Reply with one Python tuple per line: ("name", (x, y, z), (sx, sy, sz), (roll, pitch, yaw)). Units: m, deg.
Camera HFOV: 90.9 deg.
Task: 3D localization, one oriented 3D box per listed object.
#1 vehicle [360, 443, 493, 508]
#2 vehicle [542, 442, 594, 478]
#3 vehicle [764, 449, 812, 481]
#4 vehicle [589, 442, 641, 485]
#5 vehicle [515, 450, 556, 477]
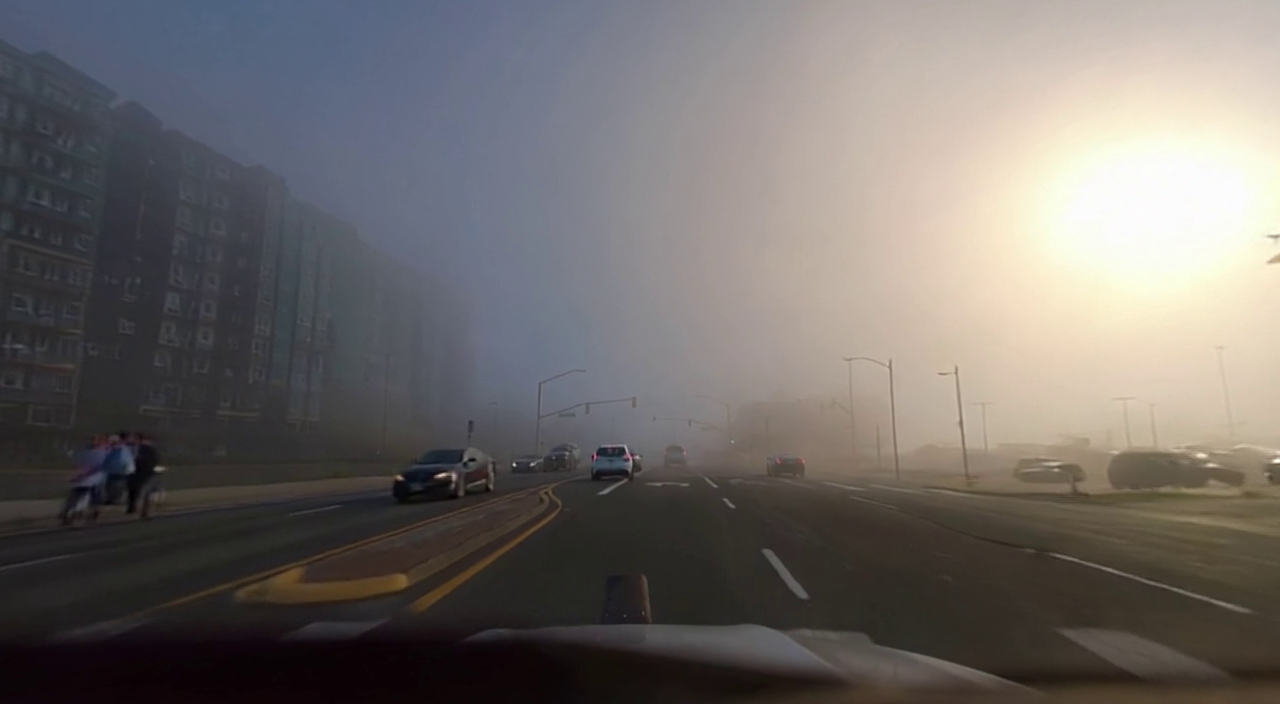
("vehicle", (-5.553, 3.232, 17.081), (1.973, 1.502, 4.275), (-1, -8, 2))
("vehicle", (-4.779, 7.299, 42.933), (2.515, 2.248, 5.821), (-1, -8, 3))
("vehicle", (8.795, 6.696, 37.804), (1.952, 1.749, 4.311), (-1, -8, 2))
("vehicle", (-1.123, 5.013, 28.784), (2.160, 1.786, 4.702), (0, -8, -2))
("vehicle", (-7.682, 8.253, 46.773), (2.123, 1.831, 4.304), (-1, -8, 2))
